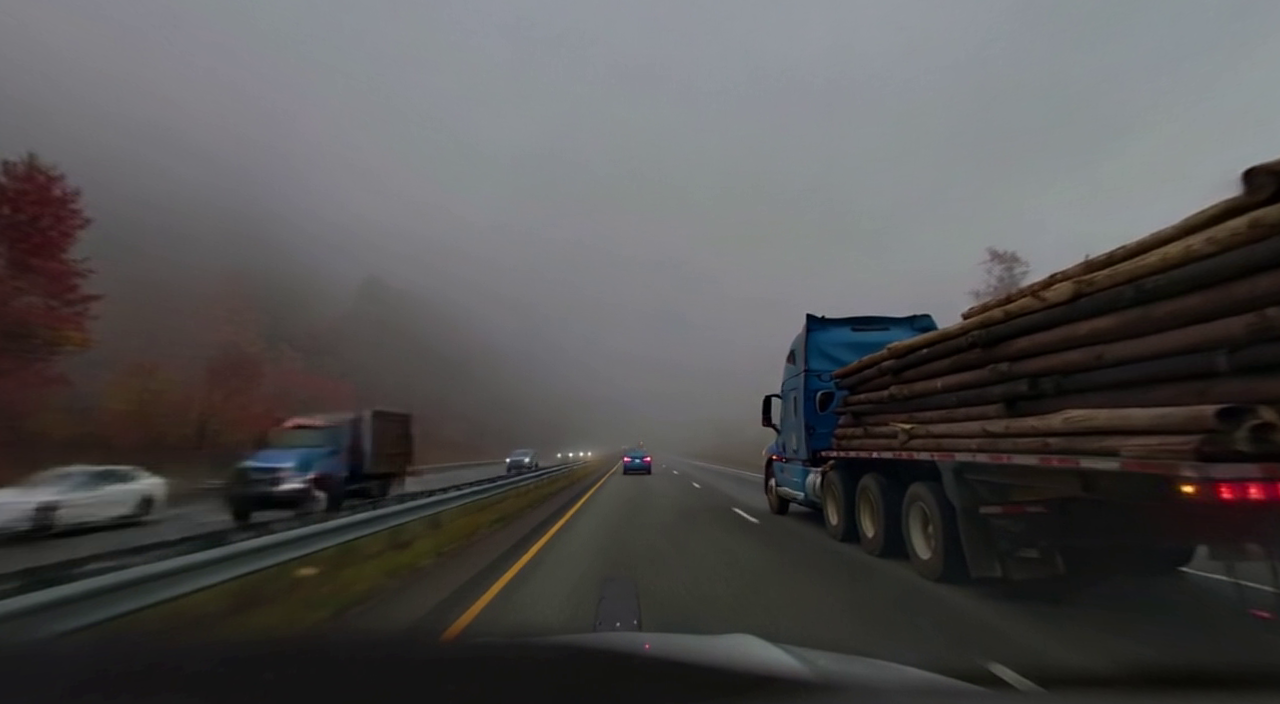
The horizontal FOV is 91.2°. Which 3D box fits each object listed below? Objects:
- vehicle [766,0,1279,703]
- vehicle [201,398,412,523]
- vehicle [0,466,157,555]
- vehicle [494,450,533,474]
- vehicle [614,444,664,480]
[{"bbox_3d":[4.196,0.452,7.576,2.996,3.942,10.600,-1,-9,-1],"label":"vehicle"},{"bbox_3d":[-8.588,2.894,17.155,2.451,2.748,6.073,-1,-9,-1],"label":"vehicle"},{"bbox_3d":[-12.932,3.280,13.389,1.935,1.530,4.142,0,-9,-1],"label":"vehicle"},{"bbox_3d":[-8.847,7.762,44.262,1.916,1.572,4.056,-1,-9,0],"label":"vehicle"},{"bbox_3d":[-0.065,5.051,28.928,2.099,1.506,4.097,-1,-9,-1],"label":"vehicle"}]
